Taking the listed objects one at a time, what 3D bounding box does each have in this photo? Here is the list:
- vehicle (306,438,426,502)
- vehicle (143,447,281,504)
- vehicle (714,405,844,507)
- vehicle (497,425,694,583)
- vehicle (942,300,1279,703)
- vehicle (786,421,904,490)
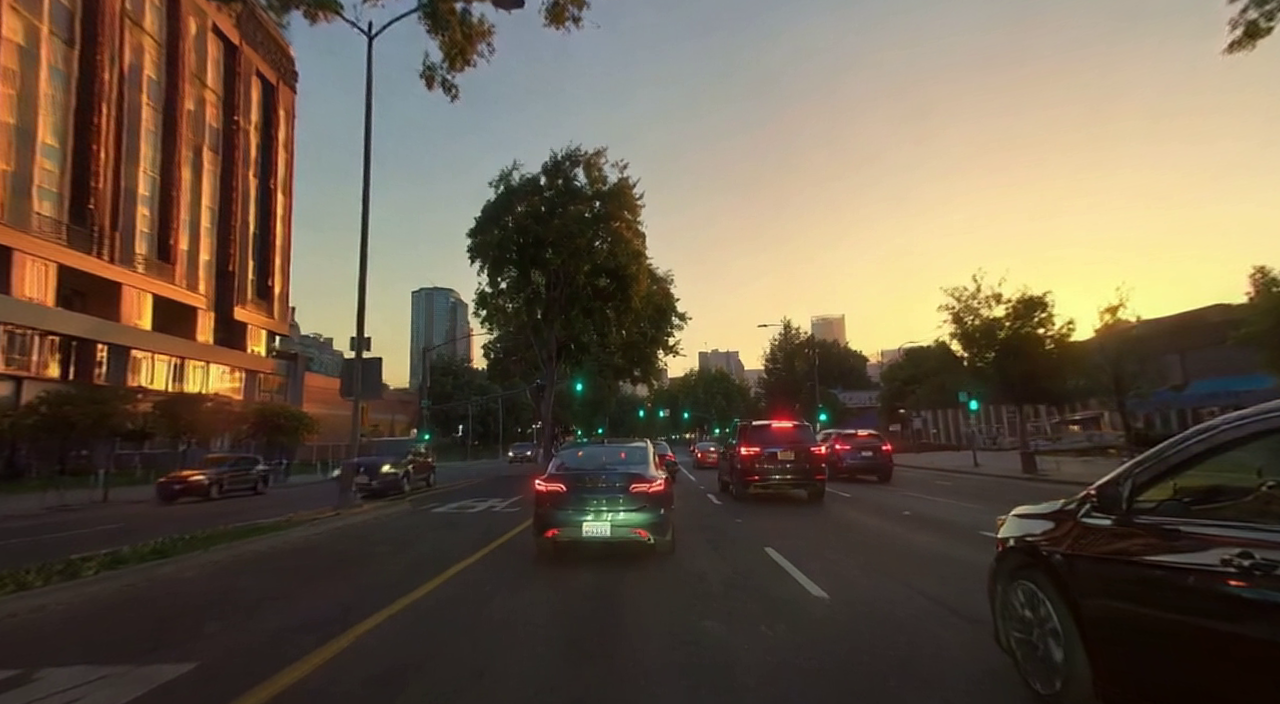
[{"bbox_3d":[-9.281,4.001,21.800,1.979,1.987,4.542,0,-8,1],"label":"vehicle"},{"bbox_3d":[-16.305,4.673,24.309,2.010,1.964,4.541,0,-8,2],"label":"vehicle"},{"bbox_3d":[3.753,2.976,18.357,2.516,2.481,5.766,0,-8,0],"label":"vehicle"},{"bbox_3d":[-0.451,1.934,8.824,2.111,1.676,4.018,0,-8,1],"label":"vehicle"},{"bbox_3d":[3.236,0.841,2.401,1.982,1.960,4.427,0,-8,1],"label":"vehicle"},{"bbox_3d":[7.409,3.812,23.463,2.627,2.252,5.236,0,-8,0],"label":"vehicle"}]
